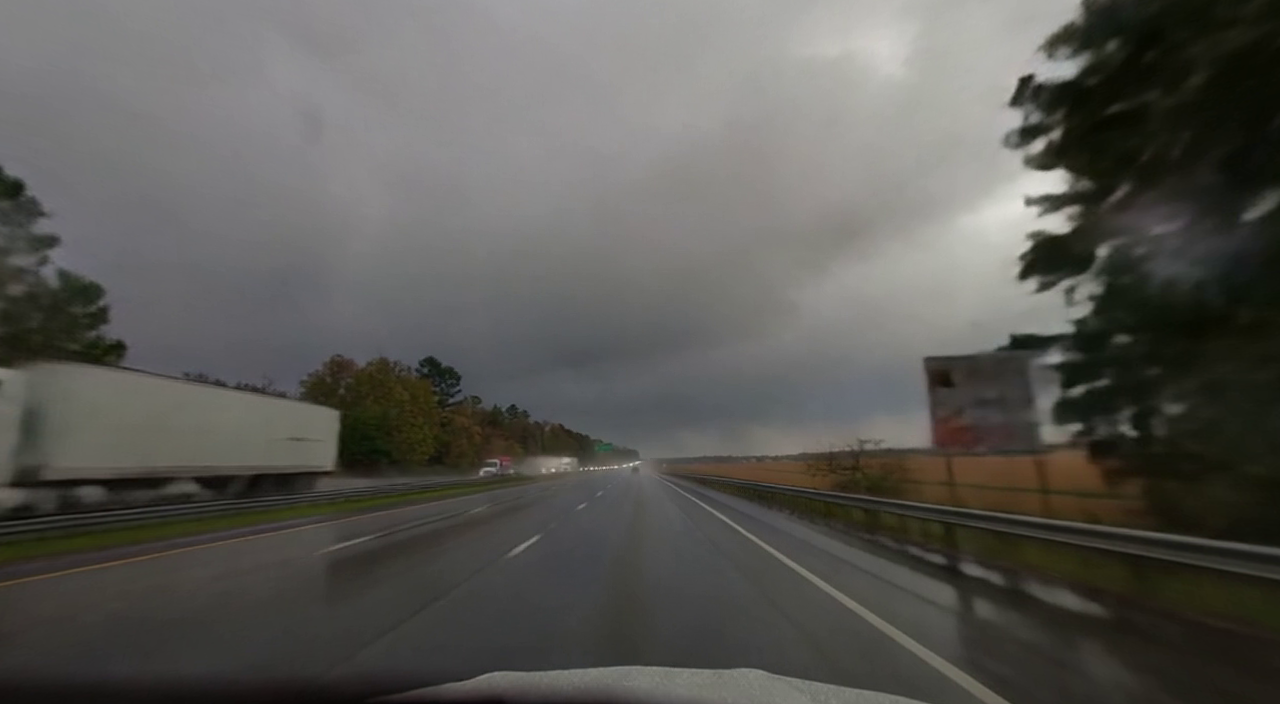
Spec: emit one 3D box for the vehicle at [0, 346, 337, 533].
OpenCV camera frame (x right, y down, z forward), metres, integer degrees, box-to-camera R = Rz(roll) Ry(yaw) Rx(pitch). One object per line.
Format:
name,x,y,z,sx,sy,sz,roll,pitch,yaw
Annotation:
vehicle,-16.007,3.281,21.364,3.208,4.122,16.588,1,-10,0
